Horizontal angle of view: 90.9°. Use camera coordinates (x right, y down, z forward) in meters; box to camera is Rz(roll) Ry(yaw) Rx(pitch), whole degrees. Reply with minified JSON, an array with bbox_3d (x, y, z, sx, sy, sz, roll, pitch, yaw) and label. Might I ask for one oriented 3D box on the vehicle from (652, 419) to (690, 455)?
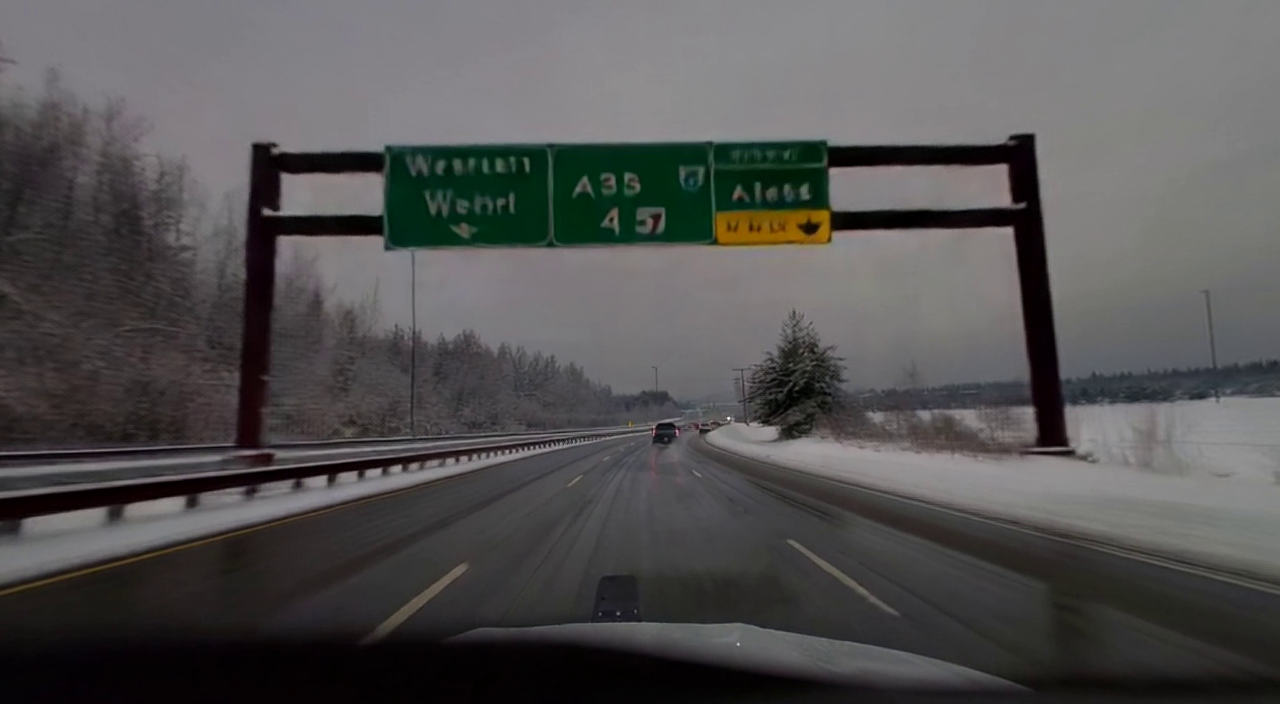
[{"bbox_3d":[2.077,5.845,43.471,2.450,2.314,4.753,0,-8,2],"label":"vehicle"}]
